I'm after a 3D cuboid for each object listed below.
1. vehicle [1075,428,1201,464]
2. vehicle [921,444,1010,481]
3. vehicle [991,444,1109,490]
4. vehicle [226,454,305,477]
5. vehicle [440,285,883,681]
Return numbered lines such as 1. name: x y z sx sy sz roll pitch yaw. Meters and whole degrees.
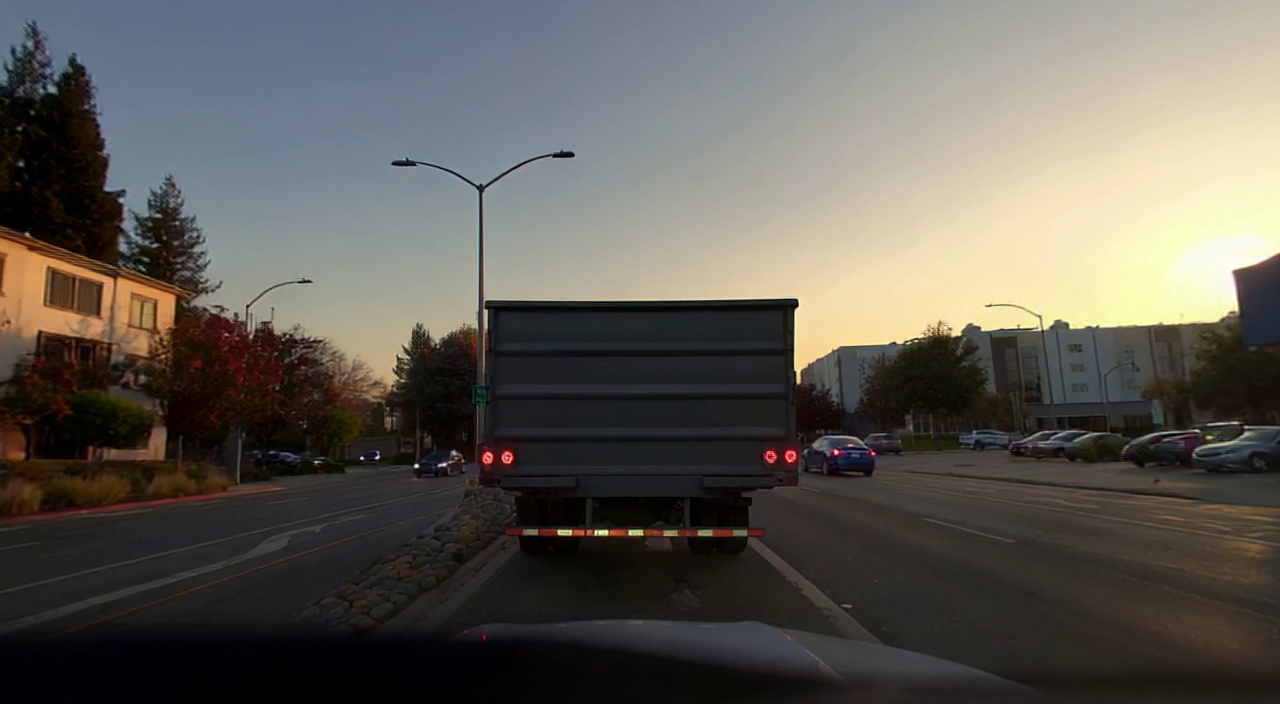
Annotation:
1. vehicle: 23.136 4.386 29.439 4.171 1.614 1.894 -1 -8 1
2. vehicle: 14.155 4.796 27.735 1.777 1.488 4.081 -1 -8 1
3. vehicle: 14.301 3.991 22.262 1.702 1.475 3.670 -1 -8 1
4. vehicle: -25.911 7.867 43.693 4.409 1.446 1.862 -2 -8 9
5. vehicle: 0.281 1.275 7.409 2.650 2.391 7.008 -1 -8 3
